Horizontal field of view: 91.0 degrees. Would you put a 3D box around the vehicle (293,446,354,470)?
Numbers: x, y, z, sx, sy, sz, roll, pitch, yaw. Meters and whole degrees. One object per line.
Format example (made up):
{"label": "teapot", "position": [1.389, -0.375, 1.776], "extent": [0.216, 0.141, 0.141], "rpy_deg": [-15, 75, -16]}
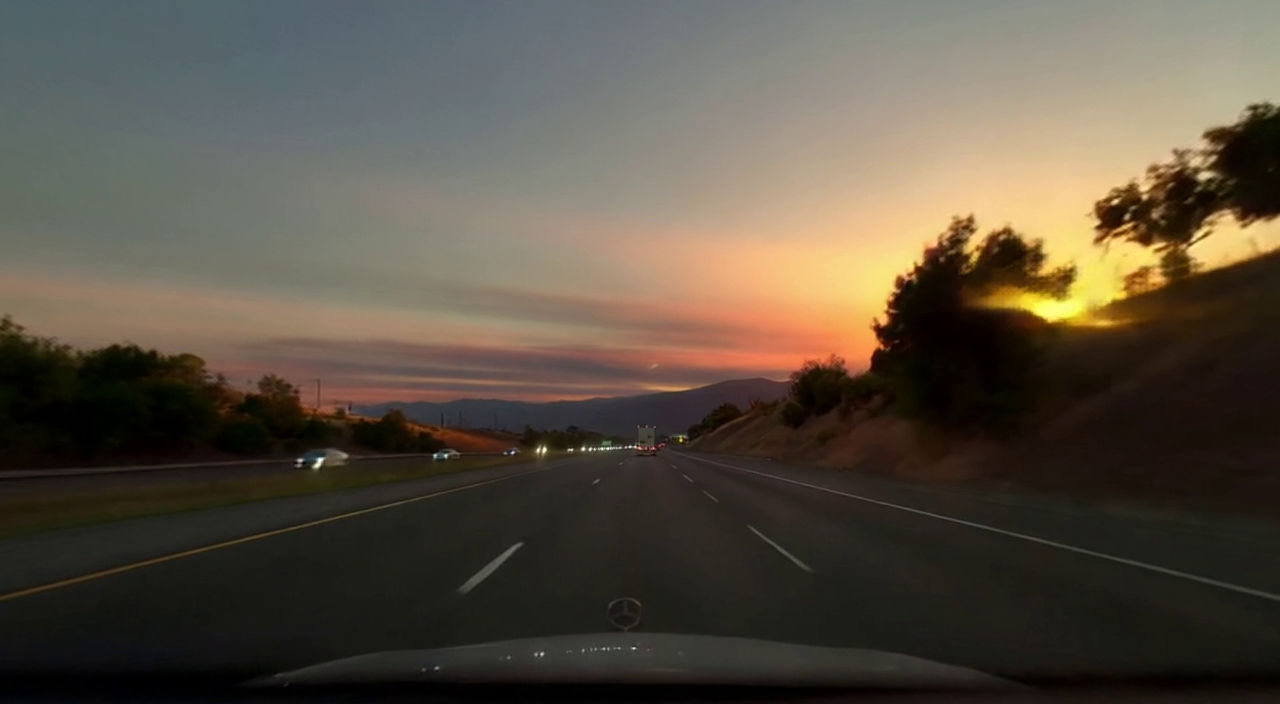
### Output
{"label": "vehicle", "position": [-24.850, 8.297, 49.598], "extent": [2.126, 1.801, 4.922], "rpy_deg": [0, -9, 1]}
